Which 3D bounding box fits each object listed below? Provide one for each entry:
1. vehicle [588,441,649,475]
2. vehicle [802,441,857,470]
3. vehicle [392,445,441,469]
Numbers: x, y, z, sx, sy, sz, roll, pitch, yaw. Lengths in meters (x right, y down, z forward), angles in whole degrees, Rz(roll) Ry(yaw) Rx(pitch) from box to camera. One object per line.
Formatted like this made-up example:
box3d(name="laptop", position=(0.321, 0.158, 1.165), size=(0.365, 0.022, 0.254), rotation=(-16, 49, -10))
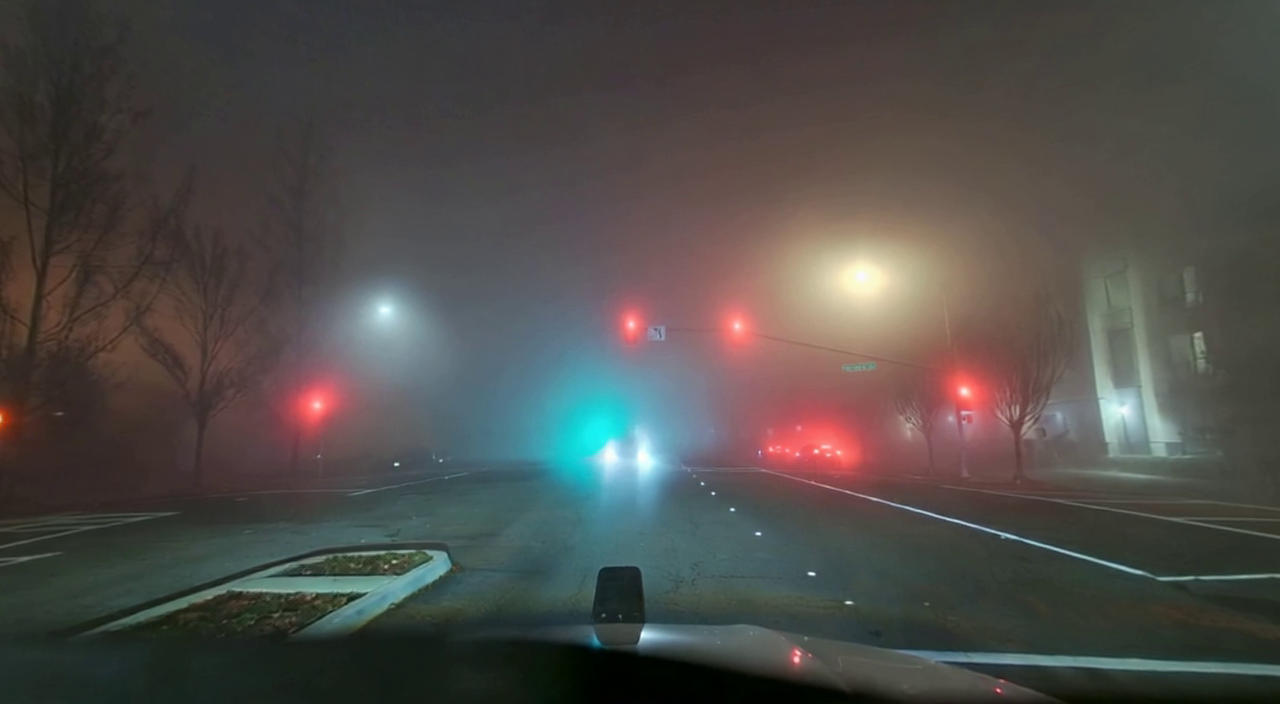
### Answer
box3d(name="vehicle", position=(-1.083, 4.908, 29.606), size=(1.933, 1.460, 4.683), rotation=(2, -9, -13))
box3d(name="vehicle", position=(13.051, 7.126, 43.841), size=(2.181, 1.876, 4.723), rotation=(0, -8, -2))
box3d(name="vehicle", position=(-16.485, 7.730, 46.763), size=(2.075, 1.708, 4.335), rotation=(0, -8, -1))
